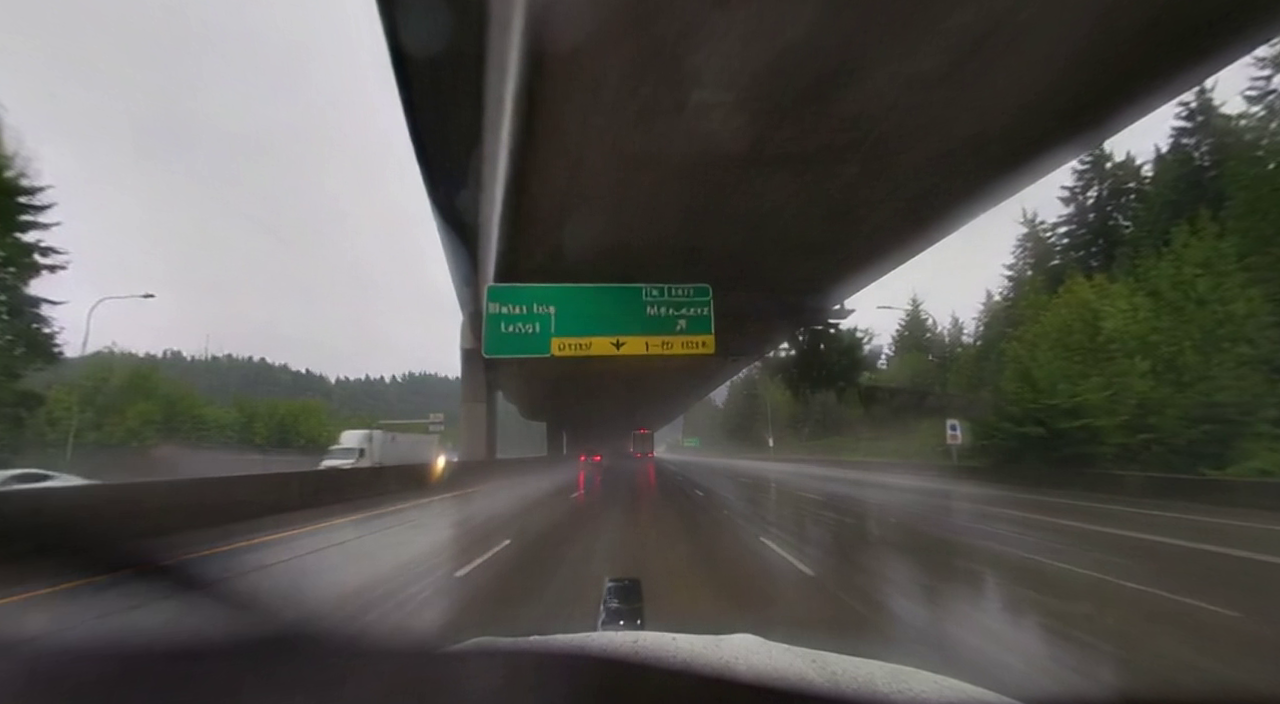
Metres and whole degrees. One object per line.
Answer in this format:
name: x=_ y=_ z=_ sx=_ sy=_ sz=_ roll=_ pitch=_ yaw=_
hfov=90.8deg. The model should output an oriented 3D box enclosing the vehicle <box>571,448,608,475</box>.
vehicle: x=-3.367 y=7.413 z=43.001 sx=2.160 sy=1.724 sz=4.997 roll=0 pitch=-9 yaw=0
